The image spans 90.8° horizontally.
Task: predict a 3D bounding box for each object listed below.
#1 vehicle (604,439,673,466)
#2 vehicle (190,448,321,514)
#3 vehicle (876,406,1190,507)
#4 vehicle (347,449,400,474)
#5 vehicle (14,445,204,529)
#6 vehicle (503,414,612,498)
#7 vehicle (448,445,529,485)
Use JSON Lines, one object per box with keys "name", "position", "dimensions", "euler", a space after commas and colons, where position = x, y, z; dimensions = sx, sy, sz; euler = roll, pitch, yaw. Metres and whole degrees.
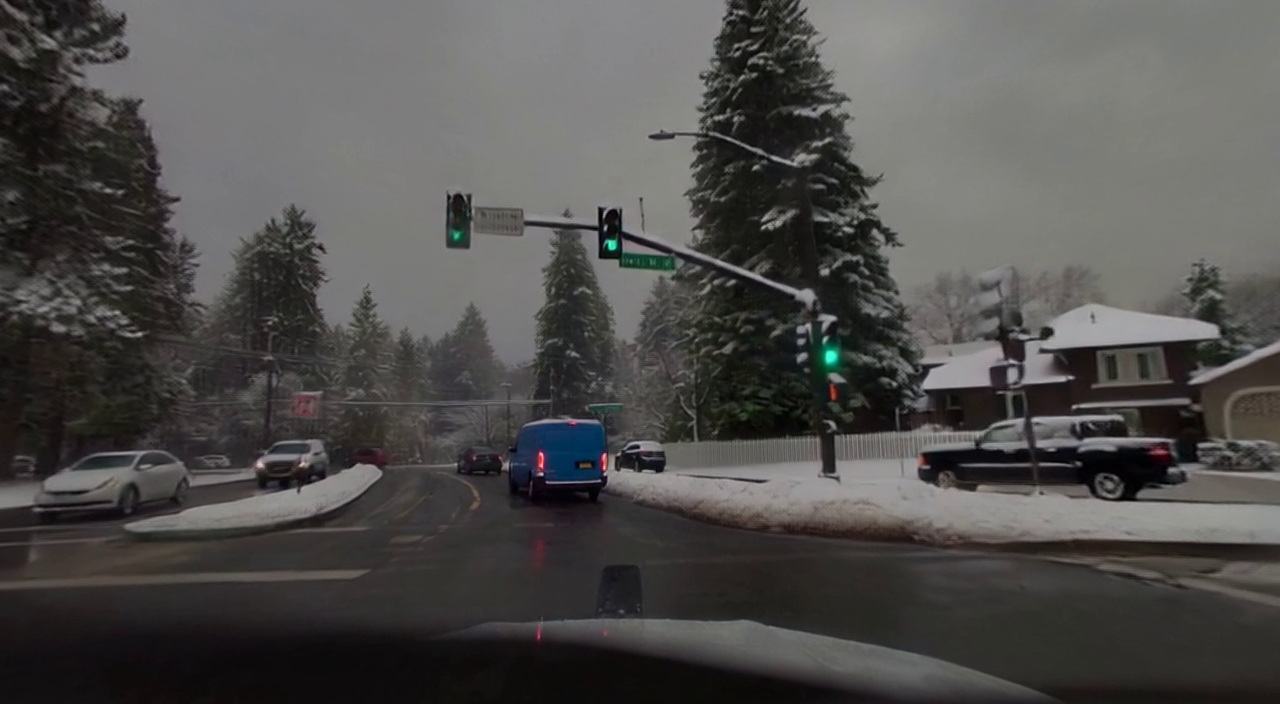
{"name": "vehicle", "position": [-0.081, 6.838, 43.249], "dimensions": [4.559, 1.754, 1.985], "euler": [8, -12, -42]}
{"name": "vehicle", "position": [-9.877, 3.280, 16.651], "dimensions": [1.952, 1.461, 4.377], "euler": [3, -9, -18]}
{"name": "vehicle", "position": [9.512, 2.581, 15.882], "dimensions": [2.514, 2.026, 6.104], "euler": [8, -12, -43]}
{"name": "vehicle", "position": [-17.425, 7.078, 41.178], "dimensions": [1.911, 1.493, 4.291], "euler": [7, -11, -39]}
{"name": "vehicle", "position": [-13.222, 3.288, 16.196], "dimensions": [2.078, 1.783, 4.670], "euler": [3, -9, -19]}
{"name": "vehicle", "position": [-2.599, 3.045, 18.783], "dimensions": [2.213, 2.124, 4.809], "euler": [3, -9, -19]}
{"name": "vehicle", "position": [-6.223, 4.501, 25.570], "dimensions": [2.008, 1.445, 4.386], "euler": [5, -10, -29]}
